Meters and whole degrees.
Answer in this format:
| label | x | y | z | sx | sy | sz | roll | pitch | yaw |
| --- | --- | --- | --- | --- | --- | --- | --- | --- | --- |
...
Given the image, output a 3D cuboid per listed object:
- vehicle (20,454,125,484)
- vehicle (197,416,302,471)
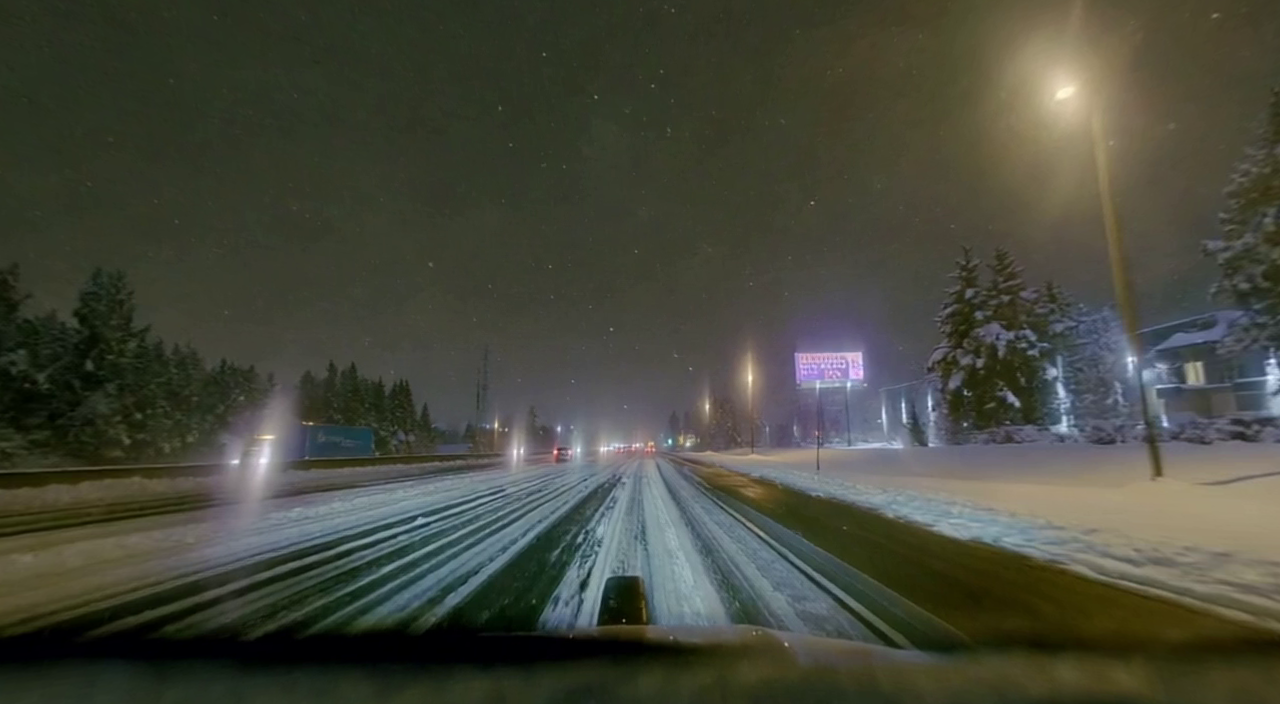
| label | x | y | z | sx | sy | sz | roll | pitch | yaw |
| --- | --- | --- | --- | --- | --- | --- | --- | --- | --- |
| vehicle | -31.754 | 6.541 | 35.494 | 1.916 | 1.476 | 4.229 | 0 | -8 | 0 |
| vehicle | -28.023 | 6.652 | 45.725 | 3.018 | 3.658 | 6.782 | 0 | -8 | 1 |
